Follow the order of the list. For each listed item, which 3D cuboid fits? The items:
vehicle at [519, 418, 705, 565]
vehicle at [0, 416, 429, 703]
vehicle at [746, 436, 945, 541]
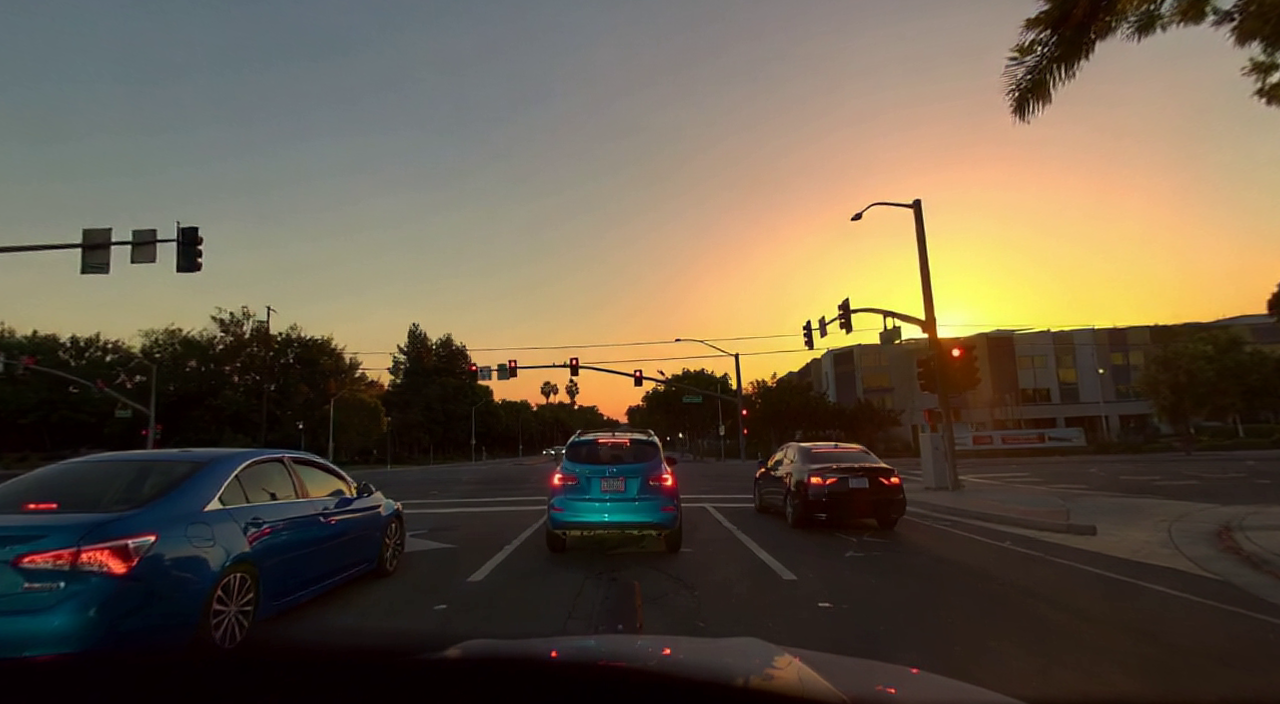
[{"bbox_3d":[-0.345,1.826,8.962,2.038,1.599,3.844,0,-8,-1],"label":"vehicle"},{"bbox_3d":[-3.577,1.387,5.336,2.052,1.472,4.479,0,-8,0],"label":"vehicle"},{"bbox_3d":[3.274,2.255,11.160,1.970,1.449,4.433,0,-8,-1],"label":"vehicle"}]
